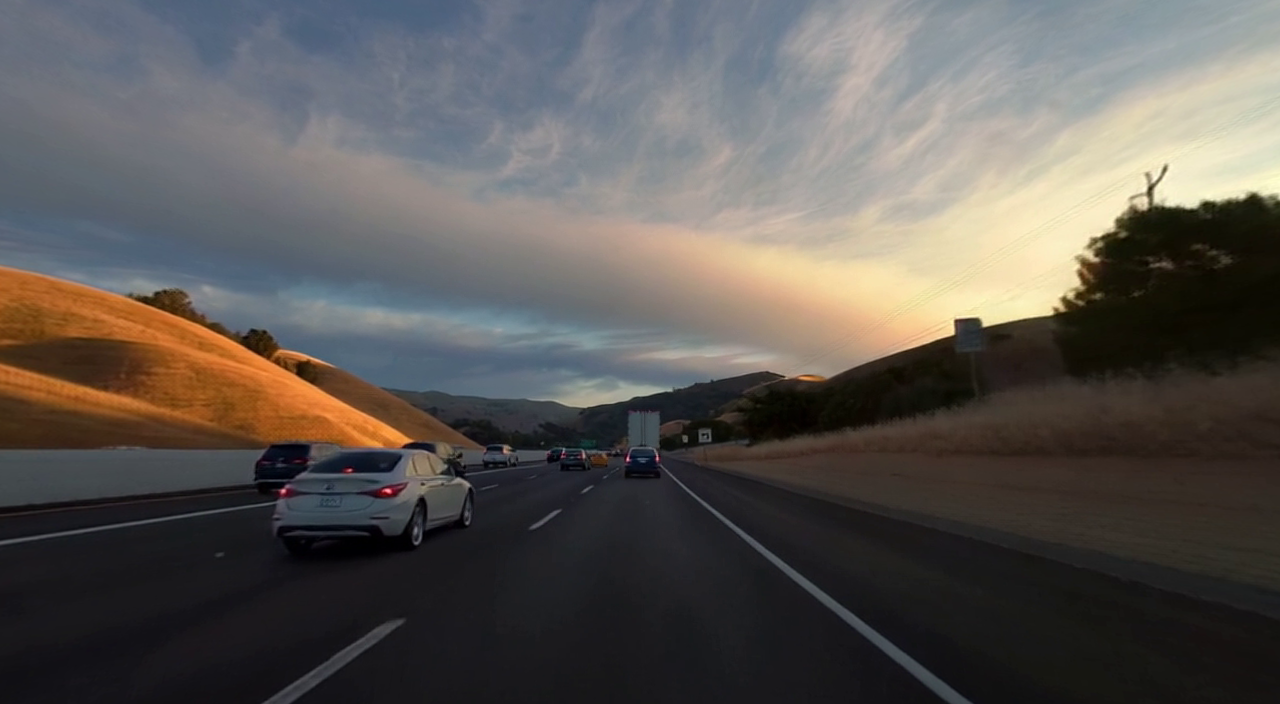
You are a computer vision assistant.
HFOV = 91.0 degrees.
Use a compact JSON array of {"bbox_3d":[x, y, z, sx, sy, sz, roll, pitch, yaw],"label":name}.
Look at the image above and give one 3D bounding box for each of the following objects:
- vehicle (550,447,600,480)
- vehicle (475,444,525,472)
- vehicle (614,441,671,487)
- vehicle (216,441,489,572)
[{"bbox_3d":[-3.494,6.075,34.621,2.155,1.661,4.477,0,-9,1],"label":"vehicle"},{"bbox_3d":[-10.941,8.331,49.804,2.421,2.025,6.236,0,-9,1],"label":"vehicle"},{"bbox_3d":[0.107,4.818,27.494,2.281,1.795,4.297,1,-9,0],"label":"vehicle"},{"bbox_3d":[-3.883,2.141,9.610,1.943,1.468,4.547,0,-9,1],"label":"vehicle"}]
